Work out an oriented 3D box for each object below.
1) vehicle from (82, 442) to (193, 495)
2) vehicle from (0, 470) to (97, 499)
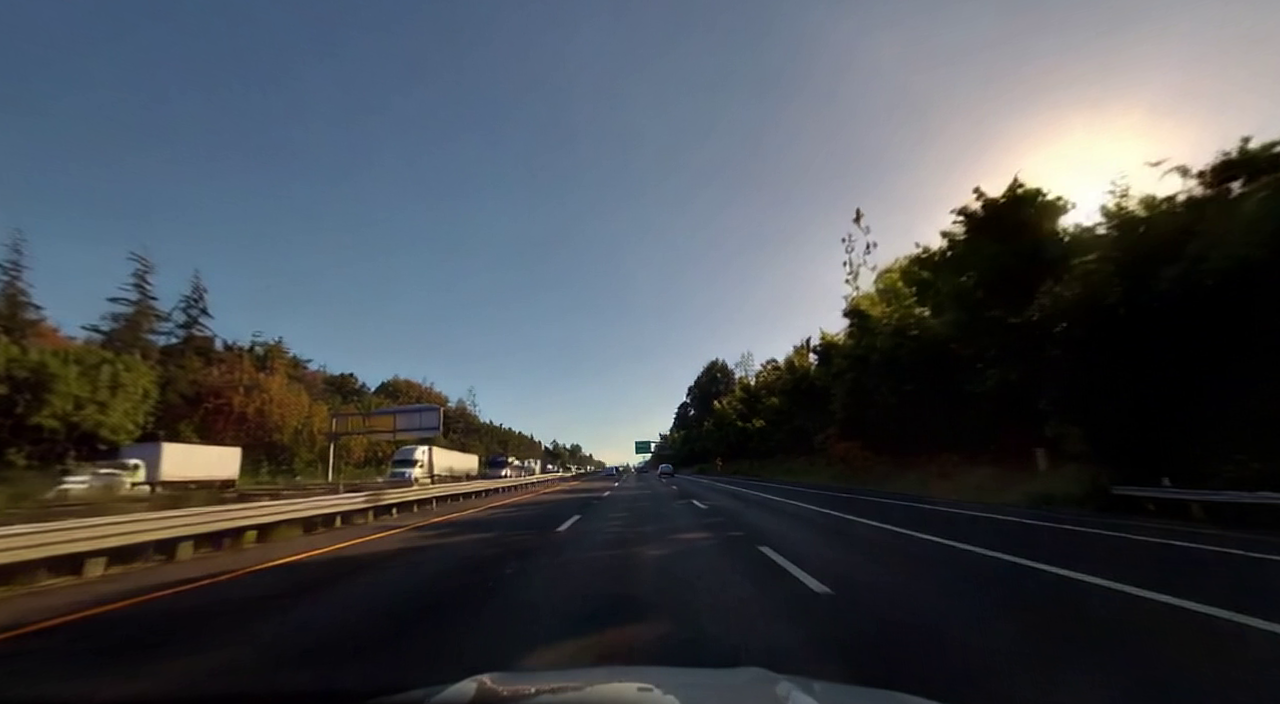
[{"bbox_3d":[-37.221,8.700,46.857,2.934,3.595,6.031,1,-10,0],"label":"vehicle"},{"bbox_3d":[-41.053,9.143,43.598,2.129,1.831,5.042,1,-10,0],"label":"vehicle"}]
